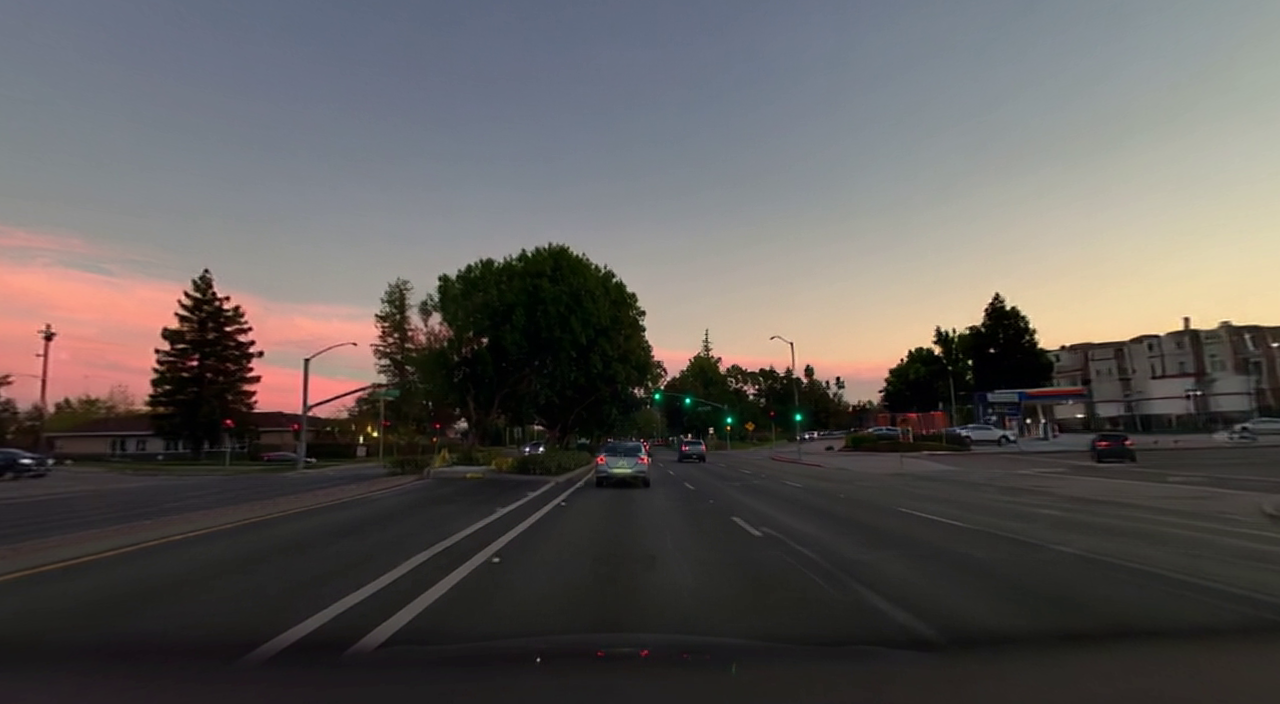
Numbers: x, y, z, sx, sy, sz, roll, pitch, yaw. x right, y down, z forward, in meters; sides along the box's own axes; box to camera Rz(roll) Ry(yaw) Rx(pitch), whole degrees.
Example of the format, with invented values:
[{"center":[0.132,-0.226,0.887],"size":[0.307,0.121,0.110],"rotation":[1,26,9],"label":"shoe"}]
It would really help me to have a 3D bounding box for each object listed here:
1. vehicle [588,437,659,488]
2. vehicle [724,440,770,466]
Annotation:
[{"center":[-0.491,3.485,20.169],"size":[2.040,1.451,3.736],"rotation":[0,-9,0],"label":"vehicle"},{"center":[6.281,6.002,37.692],"size":[1.890,1.489,4.396],"rotation":[0,-9,-1],"label":"vehicle"}]
